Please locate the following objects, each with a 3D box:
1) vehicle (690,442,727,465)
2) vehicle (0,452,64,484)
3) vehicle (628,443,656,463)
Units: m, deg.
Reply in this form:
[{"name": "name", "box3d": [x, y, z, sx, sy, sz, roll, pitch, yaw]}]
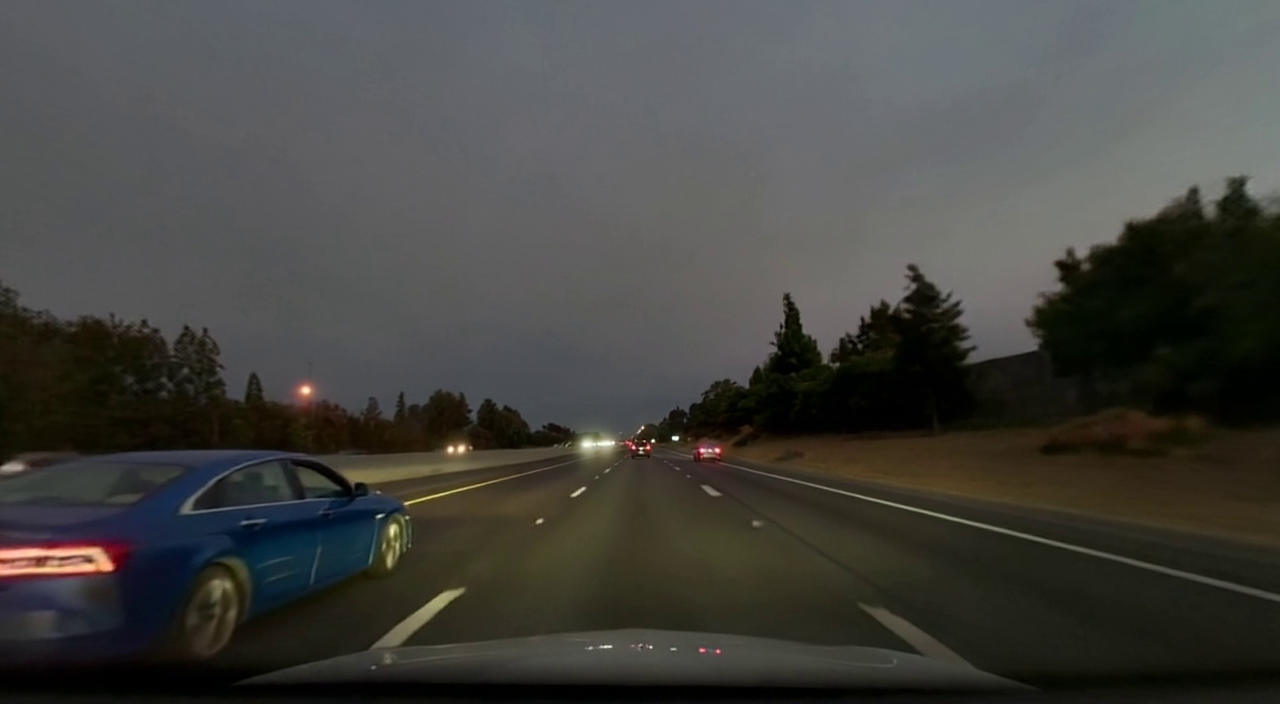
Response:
[{"name": "vehicle", "box3d": [4.708, 7.101, 44.005, 2.008, 1.524, 4.598, 0, -8, -1]}, {"name": "vehicle", "box3d": [-32.903, 5.955, 32.363, 1.846, 1.532, 4.728, 0, -8, 1]}, {"name": "vehicle", "box3d": [0.131, 7.587, 47.326, 2.052, 1.449, 3.857, 0, -8, 0]}]
